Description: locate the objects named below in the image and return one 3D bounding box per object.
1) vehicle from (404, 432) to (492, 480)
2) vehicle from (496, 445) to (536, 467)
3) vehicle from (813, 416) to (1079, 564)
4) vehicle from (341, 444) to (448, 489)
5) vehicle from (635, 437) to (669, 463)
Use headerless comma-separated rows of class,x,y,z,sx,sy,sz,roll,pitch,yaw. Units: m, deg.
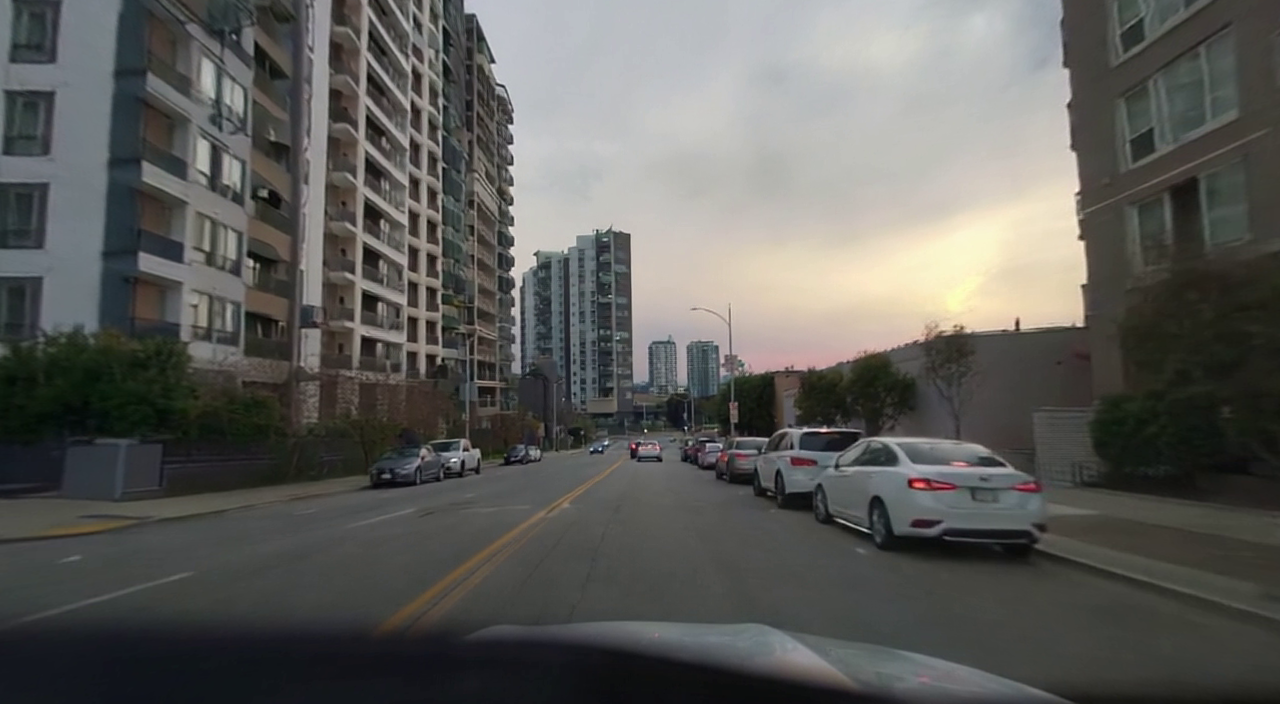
vehicle,-8.971,4.918,30.127,2.457,2.048,5.461,0,-8,0
vehicle,-8.856,7.436,45.351,2.021,1.474,4.337,0,-8,-1
vehicle,3.821,1.754,8.570,1.946,1.607,3.082,0,-8,-2
vehicle,-9.228,4.311,24.187,2.089,1.549,4.597,-1,-8,2
vehicle,0.815,6.935,44.521,2.261,1.740,4.065,0,-8,0
